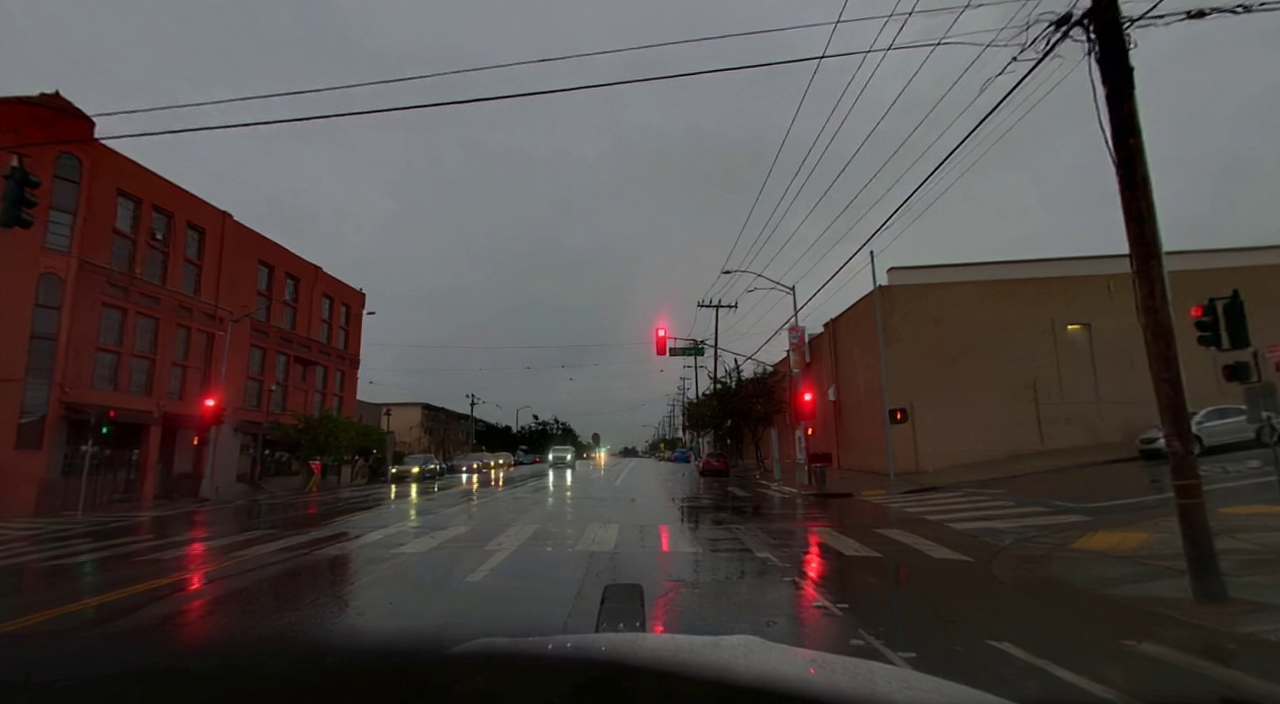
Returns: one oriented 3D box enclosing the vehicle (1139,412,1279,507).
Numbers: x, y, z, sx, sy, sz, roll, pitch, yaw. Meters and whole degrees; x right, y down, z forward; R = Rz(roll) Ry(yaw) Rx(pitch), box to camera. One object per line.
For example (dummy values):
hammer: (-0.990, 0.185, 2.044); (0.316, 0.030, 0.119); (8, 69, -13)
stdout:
vehicle: (12.630, 2.152, 12.782); (3.234, 1.746, 1.941); (-1, -9, 1)

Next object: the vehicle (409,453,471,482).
vehicle: (-11.974, 6.946, 38.050); (1.943, 1.574, 4.727); (0, -9, 3)

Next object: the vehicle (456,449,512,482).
vehicle: (-8.733, 6.358, 35.553); (2.020, 1.672, 3.842); (0, -9, 3)

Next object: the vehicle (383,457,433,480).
vehicle: (-16.709, 8.369, 45.608); (1.843, 1.494, 4.109); (0, -9, 3)
